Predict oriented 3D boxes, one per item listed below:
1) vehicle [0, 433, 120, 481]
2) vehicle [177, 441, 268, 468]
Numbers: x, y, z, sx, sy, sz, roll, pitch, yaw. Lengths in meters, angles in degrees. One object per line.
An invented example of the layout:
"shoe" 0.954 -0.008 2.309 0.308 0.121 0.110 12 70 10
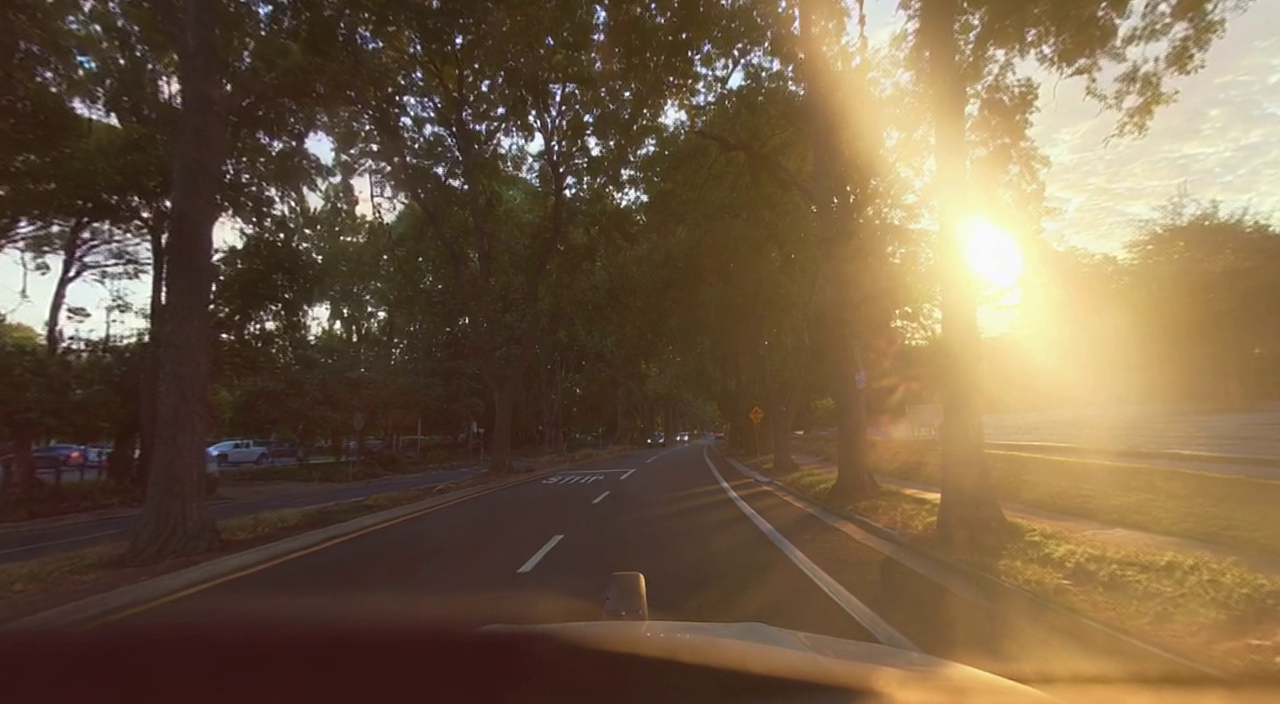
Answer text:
"vehicle" -28.356 5.080 30.617 4.733 1.892 1.939 -4 -4 2
"vehicle" -24.807 6.097 37.632 4.007 1.459 1.952 -1 -9 0
